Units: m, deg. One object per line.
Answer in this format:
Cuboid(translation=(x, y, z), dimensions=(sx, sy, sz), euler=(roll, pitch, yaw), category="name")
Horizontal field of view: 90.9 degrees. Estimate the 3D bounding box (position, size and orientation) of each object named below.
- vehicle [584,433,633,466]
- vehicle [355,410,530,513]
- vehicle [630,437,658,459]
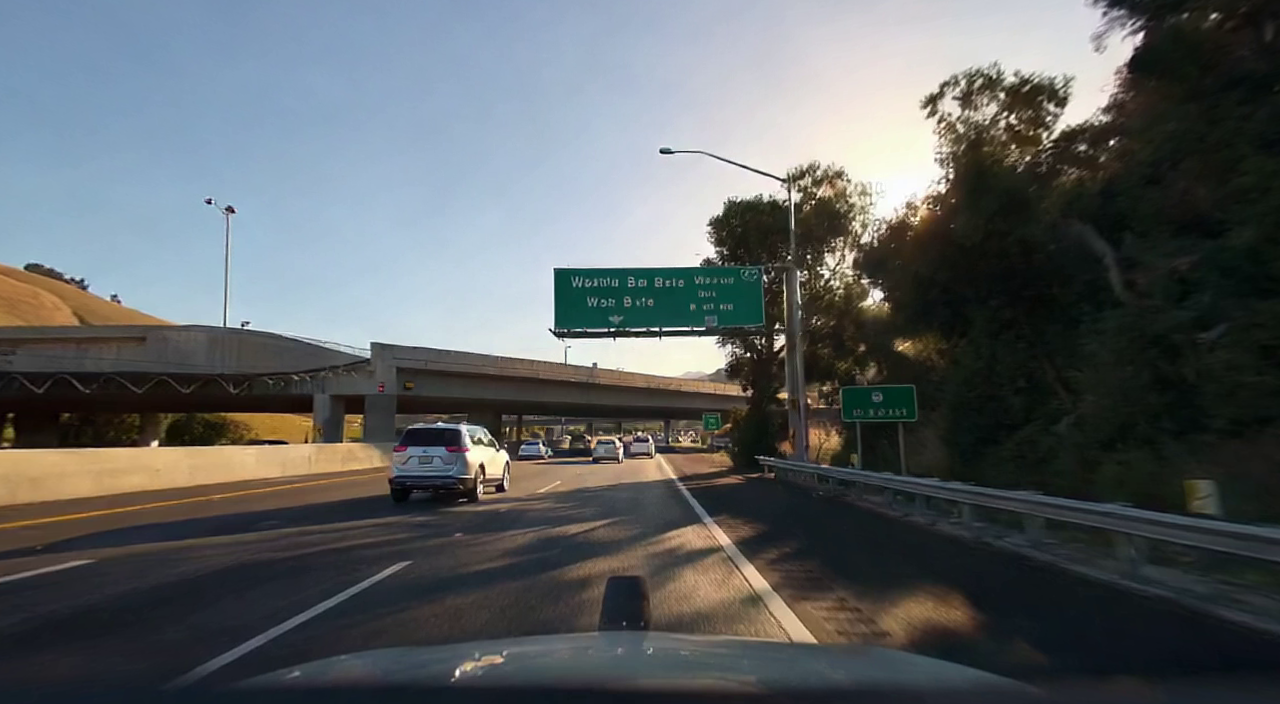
Cuboid(translation=(-1.645, 5.346, 34.624), dimensions=(2.193, 1.651, 3.946), euler=(-1, -8, 5), category="vehicle")
Cuboid(translation=(-3.989, 2.332, 13.838), dimensions=(2.228, 1.845, 4.847), euler=(0, -8, 1), category="vehicle")
Cuboid(translation=(0.280, 6.738, 44.123), dimensions=(1.855, 1.450, 3.716), euler=(0, -8, 1), category="vehicle")
